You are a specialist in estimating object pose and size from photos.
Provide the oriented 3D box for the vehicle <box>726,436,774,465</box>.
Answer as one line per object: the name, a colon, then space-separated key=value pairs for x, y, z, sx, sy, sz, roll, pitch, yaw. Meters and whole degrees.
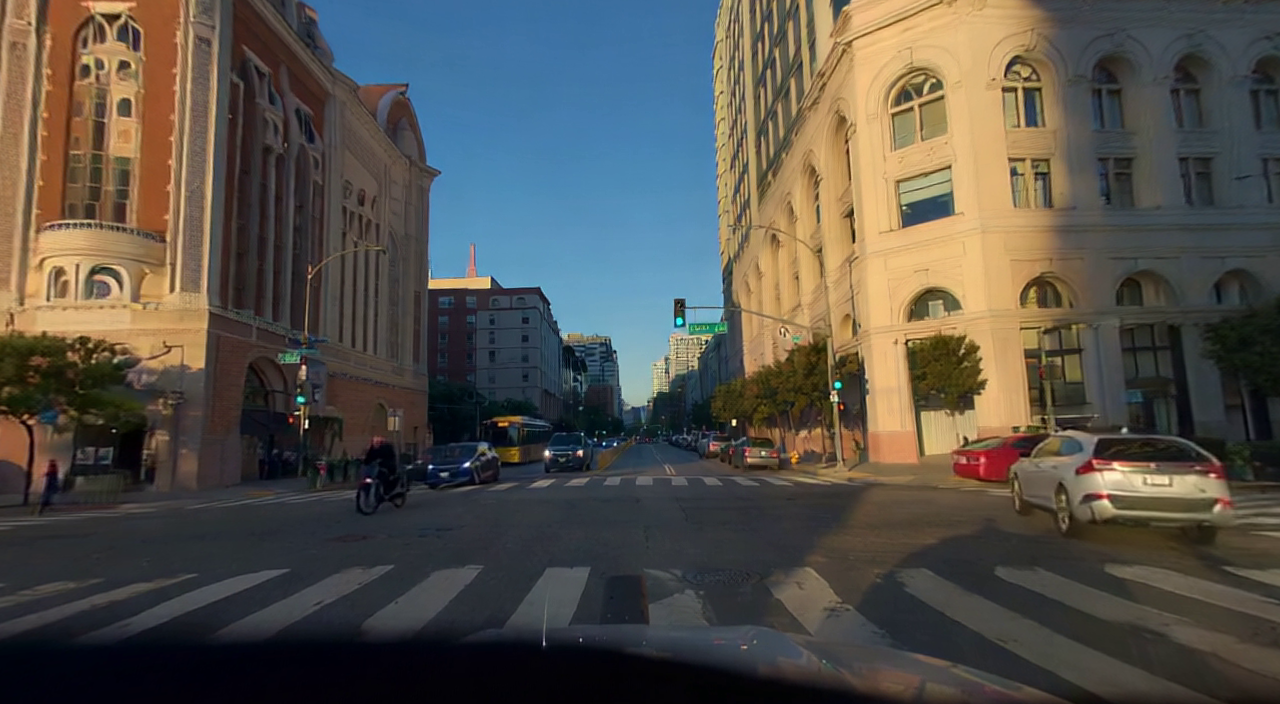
vehicle: x=6.261 y=5.651 z=36.293 sx=1.926 sy=1.574 sz=3.961 roll=0 pitch=-8 yaw=-2

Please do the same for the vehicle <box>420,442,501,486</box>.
vehicle: x=-6.695 y=4.193 z=23.917 sx=1.861 sy=1.508 sz=4.052 roll=0 pitch=-8 yaw=0

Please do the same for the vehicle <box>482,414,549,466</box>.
vehicle: x=-8.921 y=6.506 z=46.426 sx=2.981 sy=3.391 sz=9.957 roll=0 pitch=-8 yaw=-1

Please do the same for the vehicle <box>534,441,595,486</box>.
vehicle: x=-2.705 y=3.906 z=22.431 sx=1.904 sy=1.402 sz=4.759 roll=1 pitch=-8 yaw=-7

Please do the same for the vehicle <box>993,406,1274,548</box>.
vehicle: x=6.761 y=1.718 z=9.394 sx=1.912 sy=1.505 sz=4.889 roll=-3 pitch=-9 yaw=22
